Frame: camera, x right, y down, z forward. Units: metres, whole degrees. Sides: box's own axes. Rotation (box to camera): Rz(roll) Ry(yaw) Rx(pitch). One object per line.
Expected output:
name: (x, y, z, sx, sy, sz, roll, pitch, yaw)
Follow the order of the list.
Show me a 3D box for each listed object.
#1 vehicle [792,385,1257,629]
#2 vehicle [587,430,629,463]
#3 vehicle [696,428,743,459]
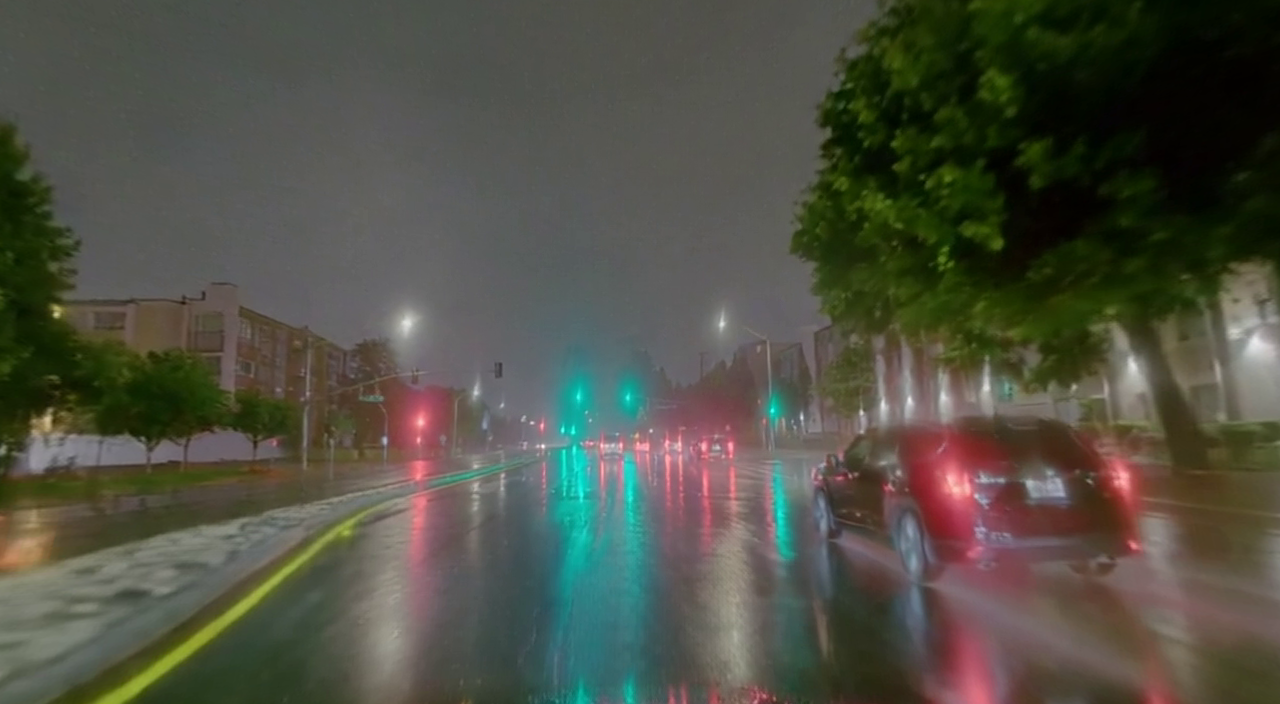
vehicle: (3.232, 1.387, 6.754, 1.893, 1.664, 4.670, 0, -8, -2)
vehicle: (-1.744, 5.053, 33.930, 2.101, 1.641, 4.341, 1, -8, -3)
vehicle: (5.230, 6.114, 42.372, 2.052, 1.886, 5.297, 1, -8, -4)
